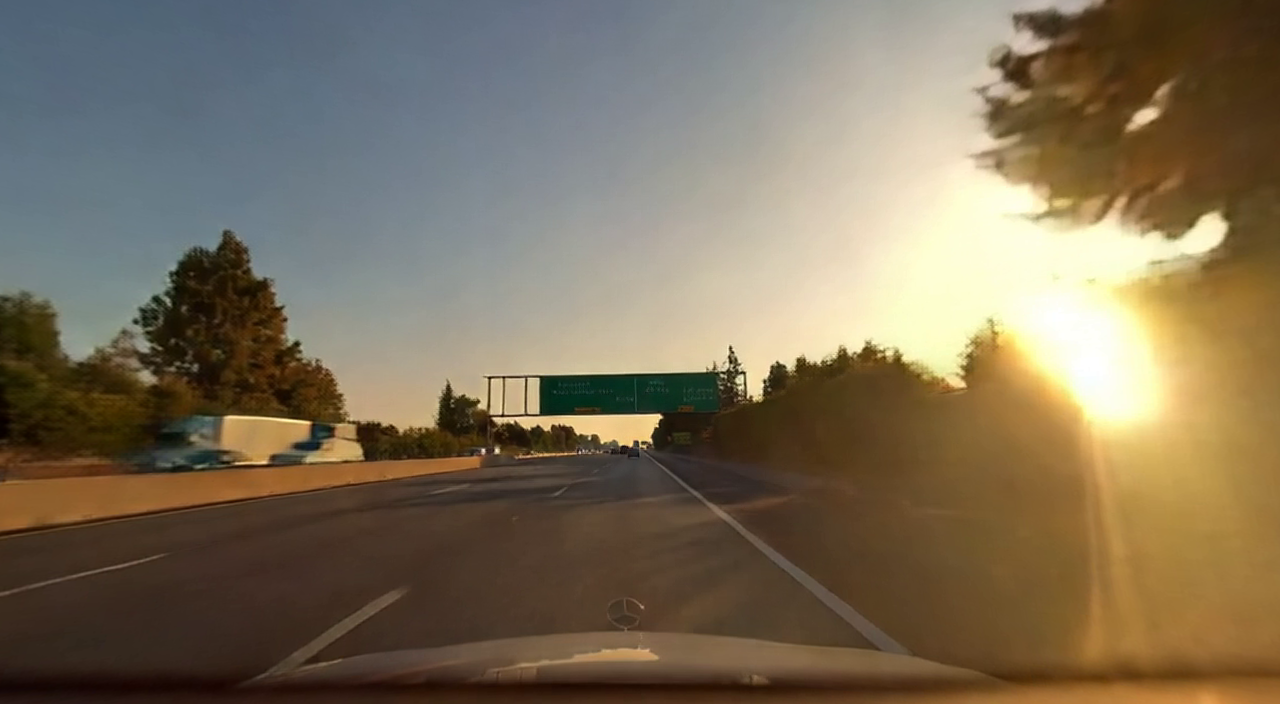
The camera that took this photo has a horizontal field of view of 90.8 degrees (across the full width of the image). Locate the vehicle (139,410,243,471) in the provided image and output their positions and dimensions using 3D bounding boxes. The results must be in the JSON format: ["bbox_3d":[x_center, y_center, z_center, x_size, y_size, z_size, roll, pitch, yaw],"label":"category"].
[{"bbox_3d":[-25.185,5.013,35.625,3.271,3.288,3.296,0,-9,-3],"label":"vehicle"}]

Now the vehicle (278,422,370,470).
[{"bbox_3d":[-21.115,6.368,42.694,2.712,2.915,6.667,0,-9,0],"label":"vehicle"}]
